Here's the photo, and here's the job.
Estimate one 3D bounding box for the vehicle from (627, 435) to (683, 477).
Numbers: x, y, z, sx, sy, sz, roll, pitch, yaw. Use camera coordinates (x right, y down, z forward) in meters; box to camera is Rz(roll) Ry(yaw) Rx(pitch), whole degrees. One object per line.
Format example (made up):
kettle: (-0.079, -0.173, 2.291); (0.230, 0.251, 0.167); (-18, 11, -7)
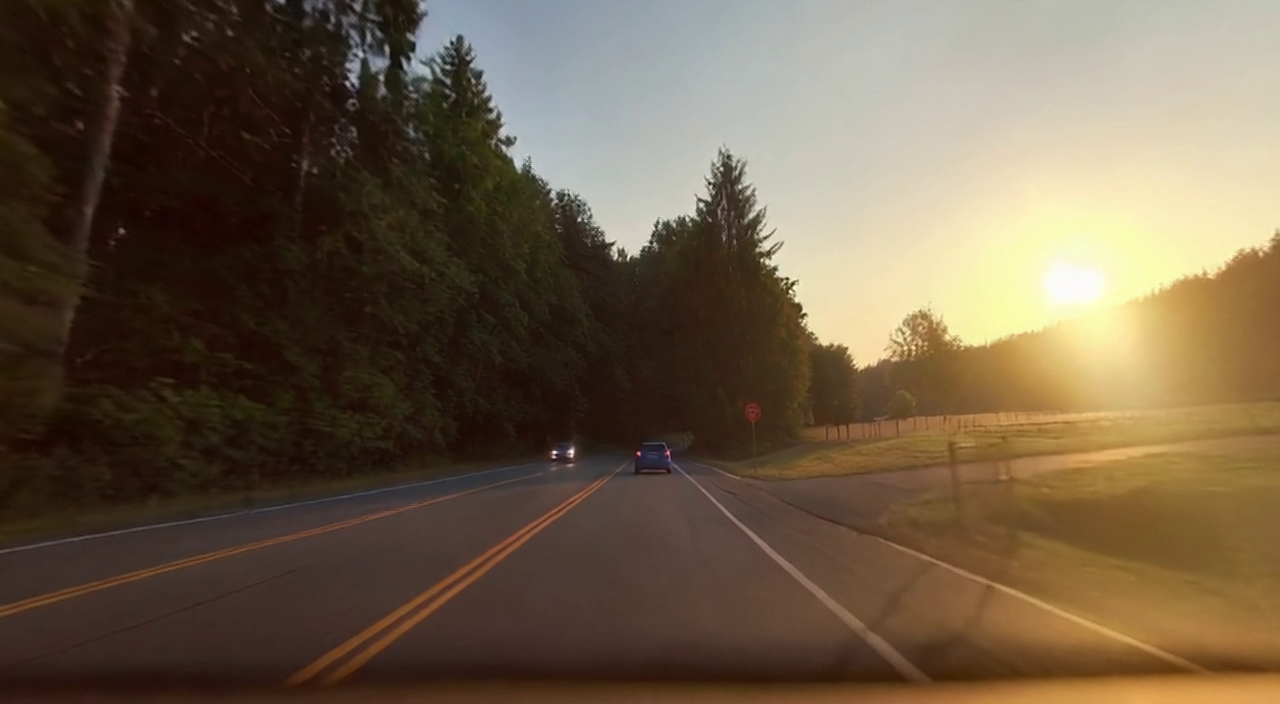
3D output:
vehicle: (0.649, 4.563, 27.941); (2.294, 1.708, 4.110); (0, -9, 1)
